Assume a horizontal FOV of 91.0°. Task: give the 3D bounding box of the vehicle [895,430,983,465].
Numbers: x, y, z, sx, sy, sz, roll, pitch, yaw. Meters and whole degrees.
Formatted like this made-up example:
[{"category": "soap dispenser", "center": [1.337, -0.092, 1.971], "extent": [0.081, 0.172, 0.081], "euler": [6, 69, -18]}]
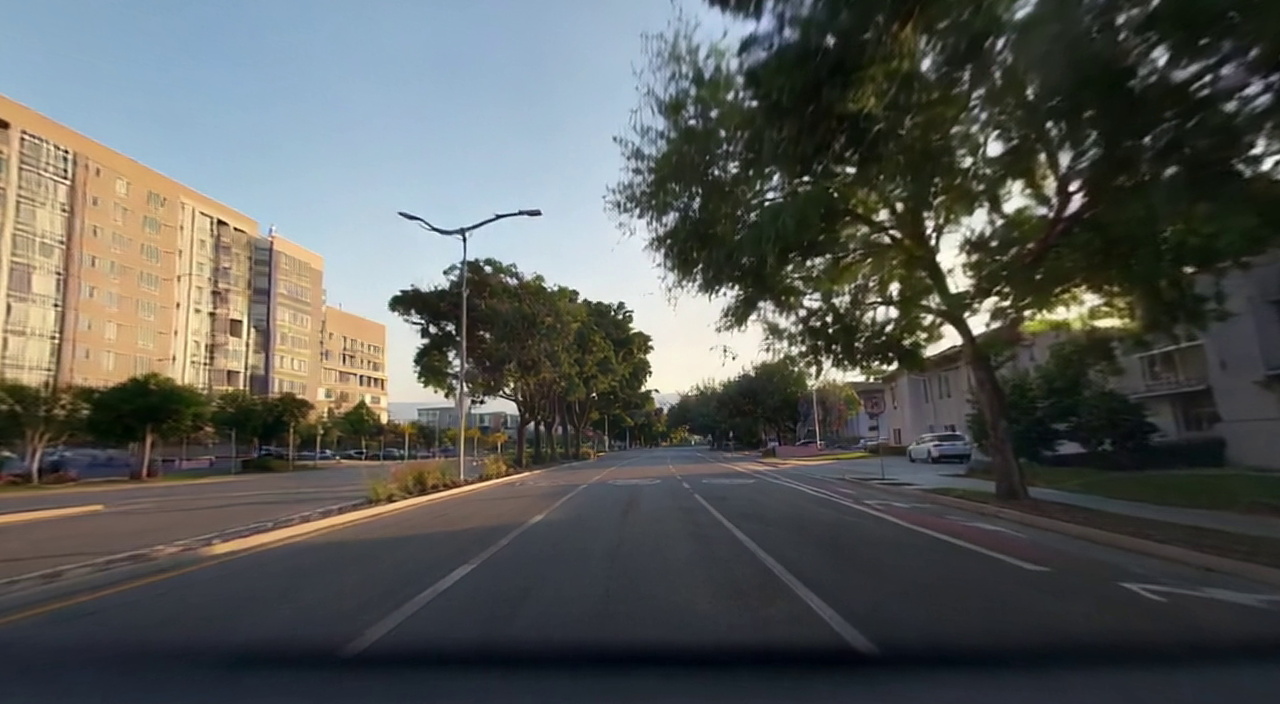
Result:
[{"category": "vehicle", "center": [13.818, 4.450, 29.459], "extent": [1.879, 1.507, 4.836], "euler": [0, -8, 2]}]
